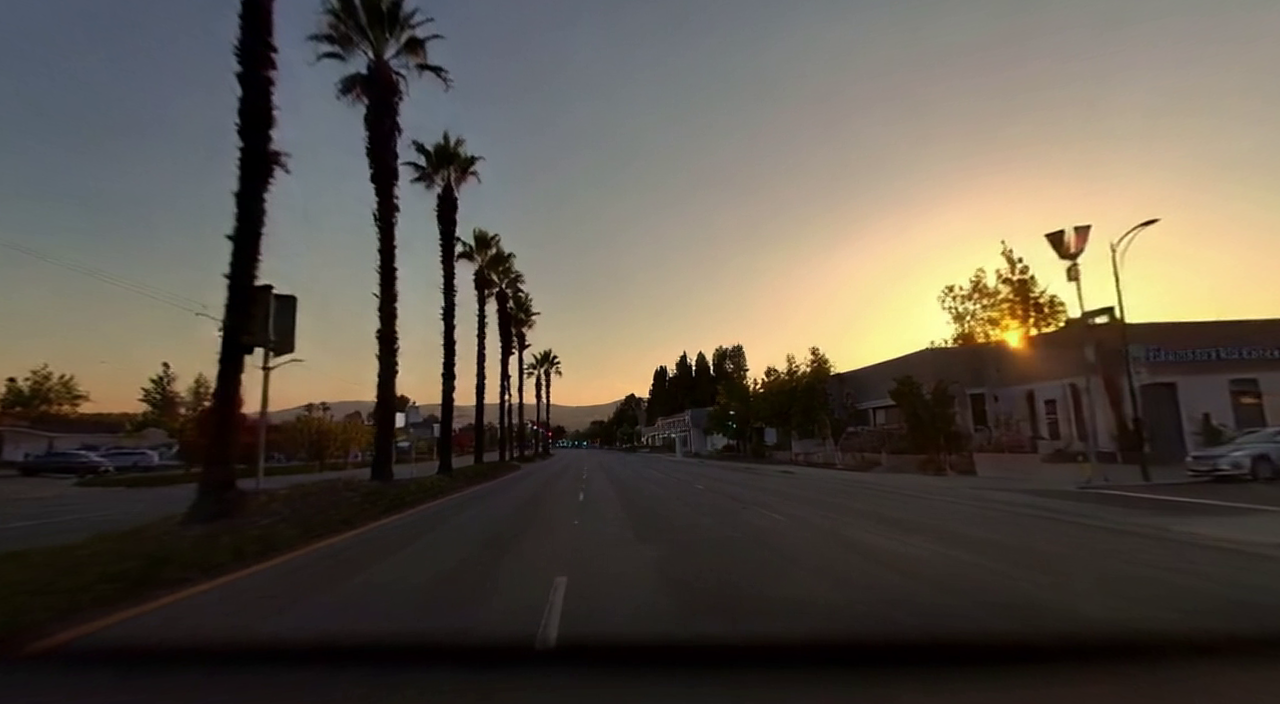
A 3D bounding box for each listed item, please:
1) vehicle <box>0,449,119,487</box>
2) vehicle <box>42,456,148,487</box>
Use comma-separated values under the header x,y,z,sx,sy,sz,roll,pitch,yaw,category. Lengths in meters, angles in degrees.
x,y,z,sx,sy,sz,roll,pitch,yaw,category
-33.086,6.542,36.071,2.236,1.982,5.467,0,-9,-4,vehicle
-30.188,6.617,35.193,1.945,1.444,4.428,-4,-9,1,vehicle
